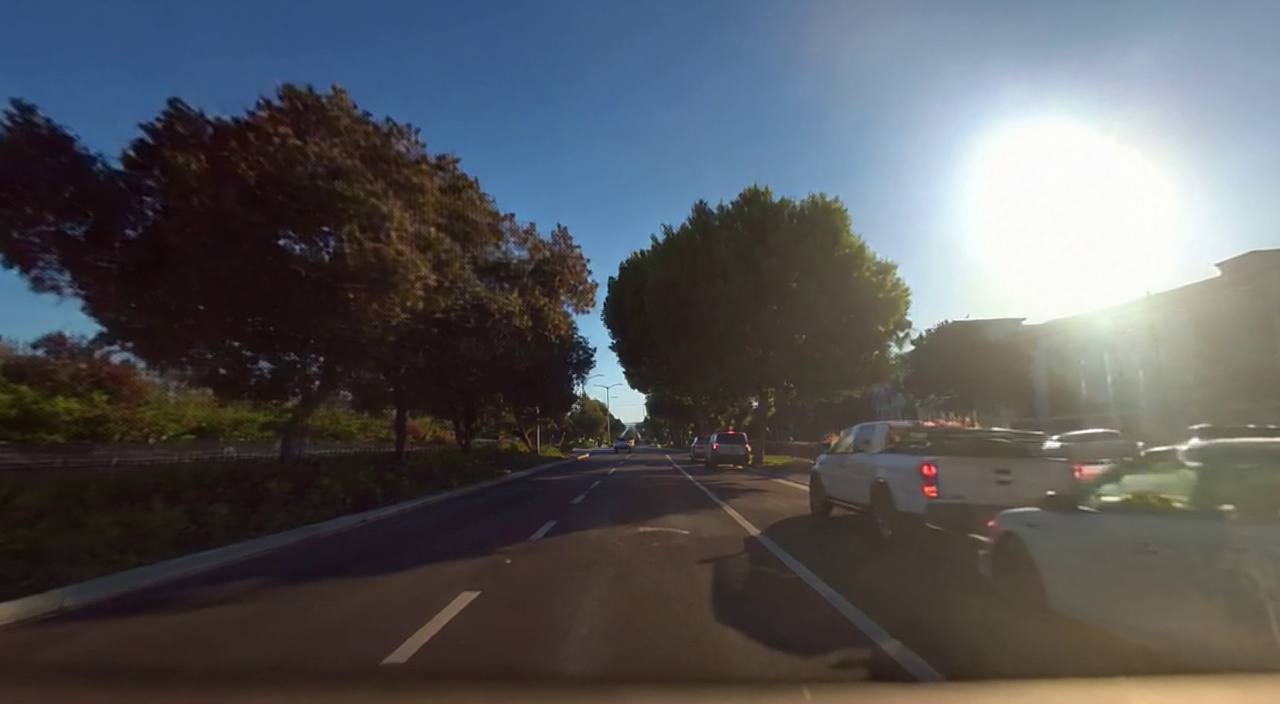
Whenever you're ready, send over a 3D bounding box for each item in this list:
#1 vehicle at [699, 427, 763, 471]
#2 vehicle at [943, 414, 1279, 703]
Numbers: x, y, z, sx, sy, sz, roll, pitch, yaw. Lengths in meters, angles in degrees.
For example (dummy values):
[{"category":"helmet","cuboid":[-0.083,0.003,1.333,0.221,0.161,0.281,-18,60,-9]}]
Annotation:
[{"category":"vehicle","cuboid":[4.160,4.538,29.681,2.226,1.889,4.543,0,-8,-1]},{"category":"vehicle","cuboid":[3.607,1.035,2.886,2.068,1.461,4.653,0,-8,-1]}]
